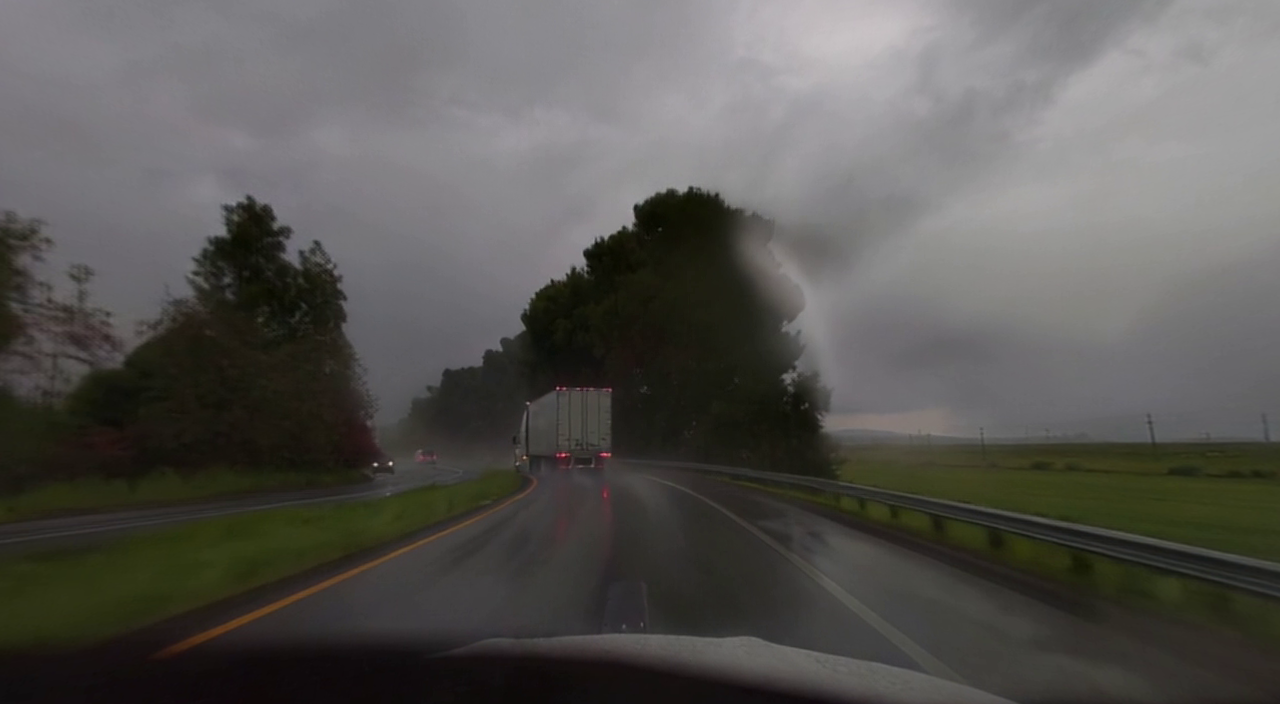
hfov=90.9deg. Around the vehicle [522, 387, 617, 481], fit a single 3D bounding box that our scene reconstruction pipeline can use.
[{"bbox_3d":[-4.440,4.551,35.319,3.087,4.178,13.682,0,-7,-16],"label":"vehicle"}]
